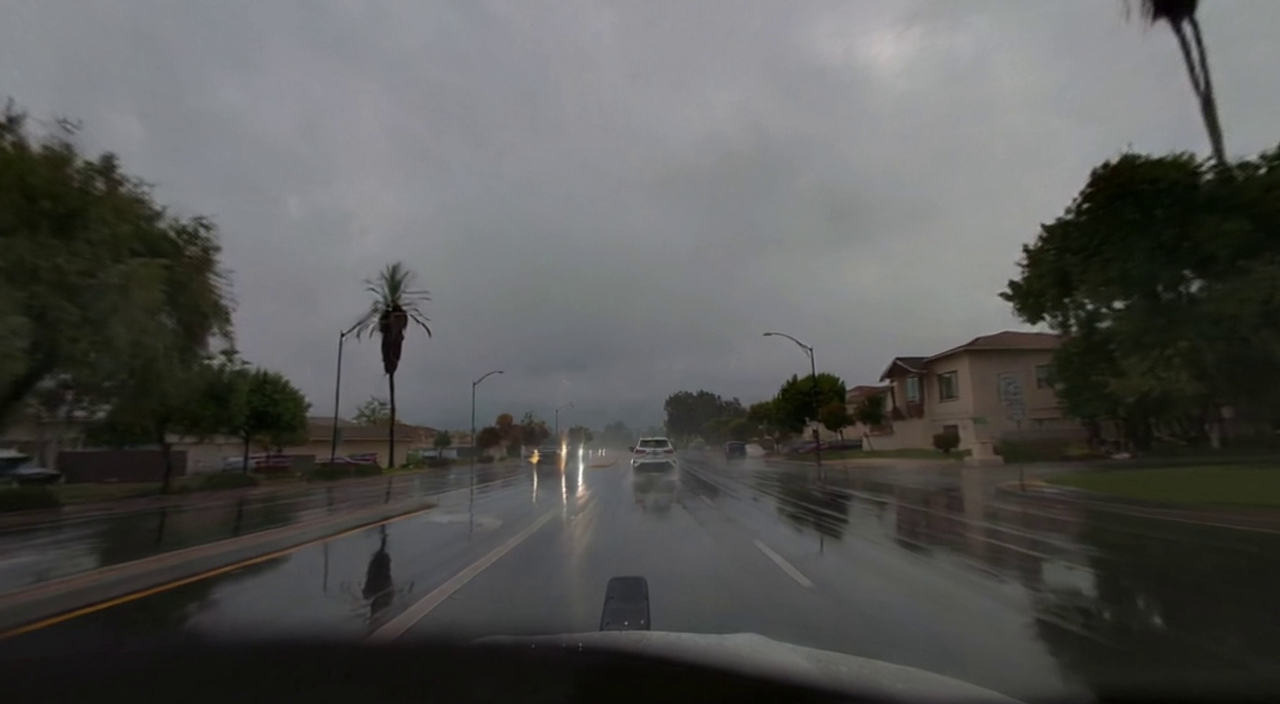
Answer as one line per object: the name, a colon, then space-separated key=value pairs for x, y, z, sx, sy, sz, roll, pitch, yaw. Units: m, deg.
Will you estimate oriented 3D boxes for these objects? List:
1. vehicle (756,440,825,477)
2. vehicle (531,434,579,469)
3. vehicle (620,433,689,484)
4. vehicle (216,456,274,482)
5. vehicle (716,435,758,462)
vehicle: x=6.465 y=4.587 z=27.518 sx=1.897 sy=1.477 sz=4.360 roll=0 pitch=-8 yaw=0
vehicle: x=-5.048 y=5.989 z=37.975 sx=2.193 sy=1.967 sz=4.600 roll=0 pitch=-8 yaw=1
vehicle: x=0.437 y=3.851 z=23.147 sx=2.289 sy=1.679 sz=4.180 roll=0 pitch=-8 yaw=-1
vehicle: x=-25.555 y=7.496 z=40.738 sx=4.694 sy=1.484 sz=1.893 roll=-8 pitch=-11 yaw=42
vehicle: x=7.526 y=7.584 z=49.712 sx=2.436 sy=2.010 sz=5.595 roll=0 pitch=-8 yaw=0
